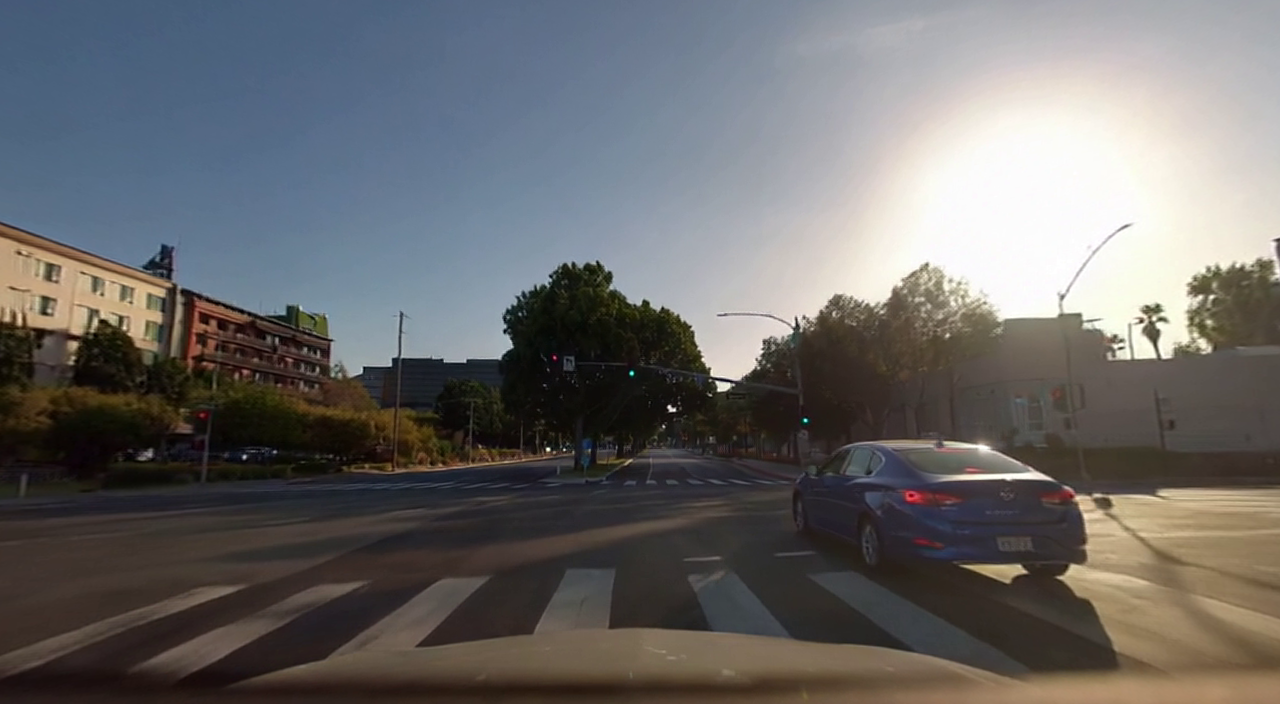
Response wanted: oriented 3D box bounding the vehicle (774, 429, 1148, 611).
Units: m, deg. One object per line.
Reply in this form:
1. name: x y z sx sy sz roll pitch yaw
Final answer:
1. vehicle: 3.280 1.804 7.876 2.089 1.539 4.767 0 -8 -1
